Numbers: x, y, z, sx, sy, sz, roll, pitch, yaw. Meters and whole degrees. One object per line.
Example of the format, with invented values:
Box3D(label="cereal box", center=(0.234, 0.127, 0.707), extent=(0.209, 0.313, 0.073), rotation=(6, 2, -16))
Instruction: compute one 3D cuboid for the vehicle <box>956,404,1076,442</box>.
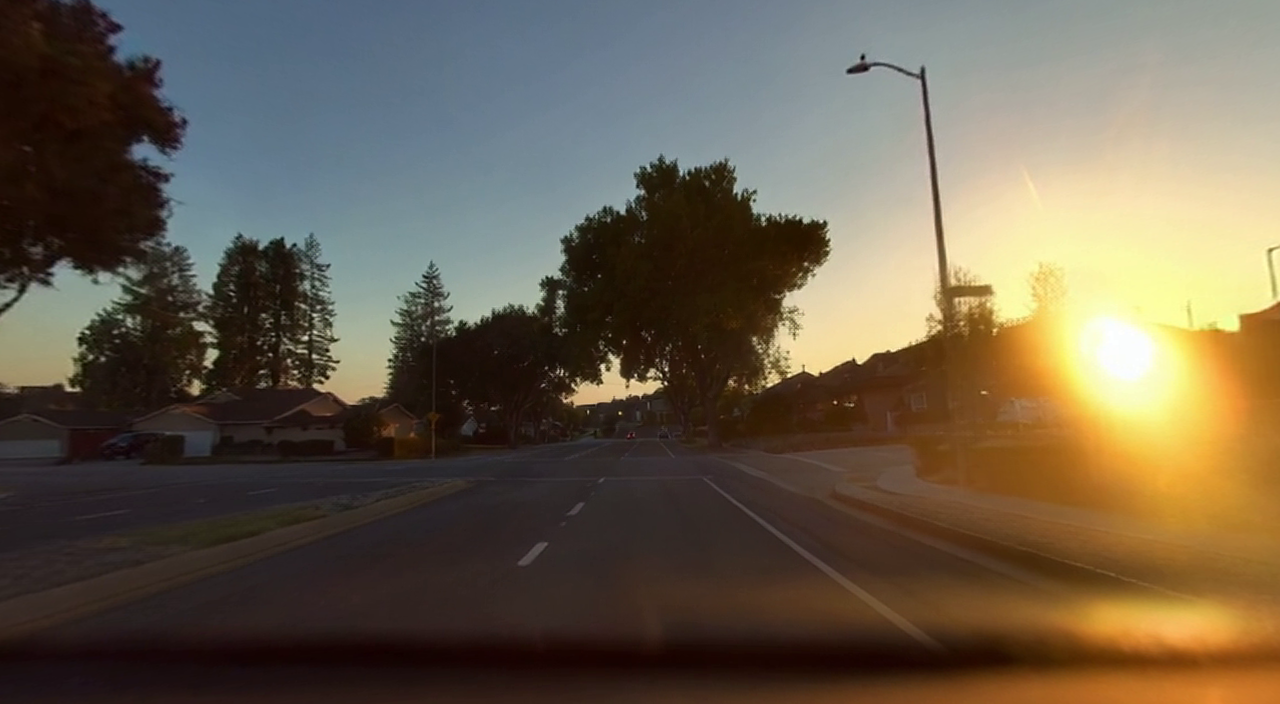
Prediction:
Box3D(label="vehicle", center=(18.853, 3.602, 31.869), extent=(4.698, 1.583, 2.081), rotation=(2, -11, 1))

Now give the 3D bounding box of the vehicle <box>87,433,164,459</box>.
Box3D(label="vehicle", center=(-29.944, 5.494, 36.936), extent=(1.991, 1.435, 4.421), rotation=(2, -9, -18))
